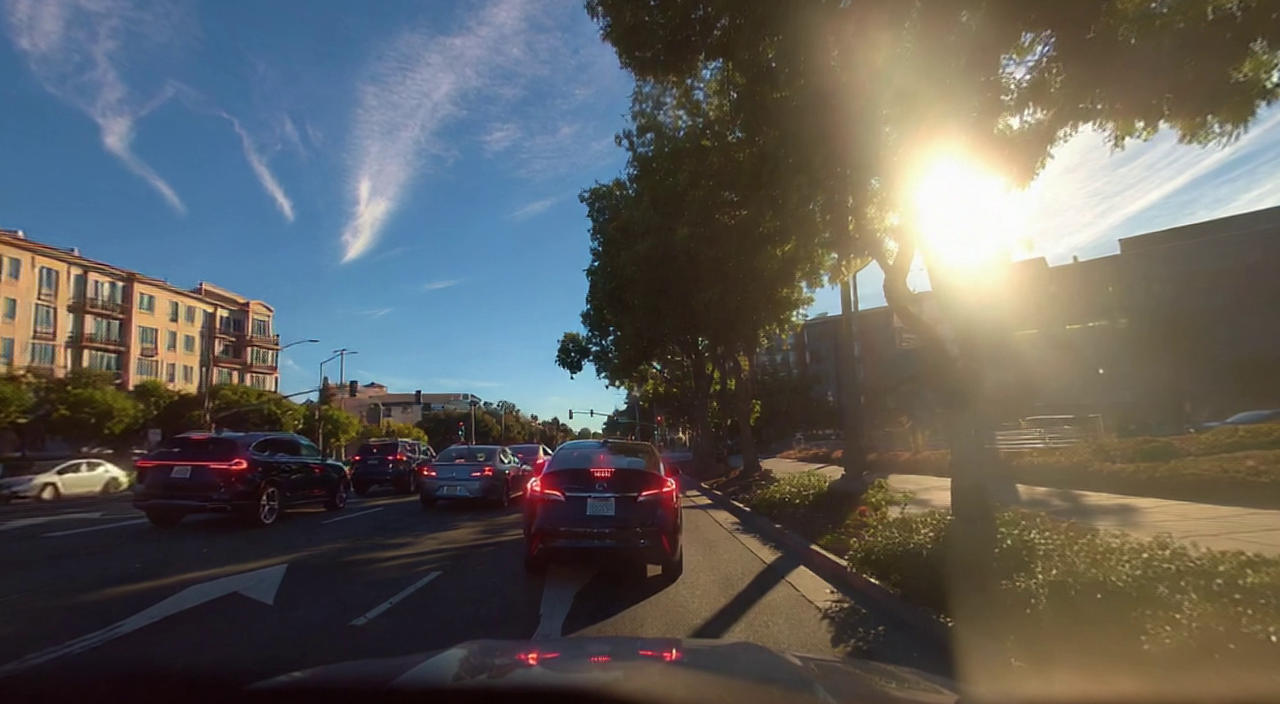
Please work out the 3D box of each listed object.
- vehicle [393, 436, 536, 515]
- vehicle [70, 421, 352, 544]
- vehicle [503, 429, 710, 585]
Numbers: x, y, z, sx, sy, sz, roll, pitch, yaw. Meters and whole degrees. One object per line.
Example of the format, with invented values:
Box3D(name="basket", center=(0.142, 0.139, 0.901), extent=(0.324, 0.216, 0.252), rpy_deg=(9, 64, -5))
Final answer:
Box3D(name="vehicle", center=(-3.769, 2.732, 14.535), extent=(1.913, 1.521, 4.539), rpy_deg=(0, -9, 1))
Box3D(name="vehicle", center=(-7.318, 2.243, 11.490), extent=(2.068, 1.784, 4.224), rpy_deg=(0, -9, 1))
Box3D(name="vehicle", center=(-0.340, 1.856, 8.378), extent=(2.066, 1.544, 3.954), rpy_deg=(0, -9, 0))
